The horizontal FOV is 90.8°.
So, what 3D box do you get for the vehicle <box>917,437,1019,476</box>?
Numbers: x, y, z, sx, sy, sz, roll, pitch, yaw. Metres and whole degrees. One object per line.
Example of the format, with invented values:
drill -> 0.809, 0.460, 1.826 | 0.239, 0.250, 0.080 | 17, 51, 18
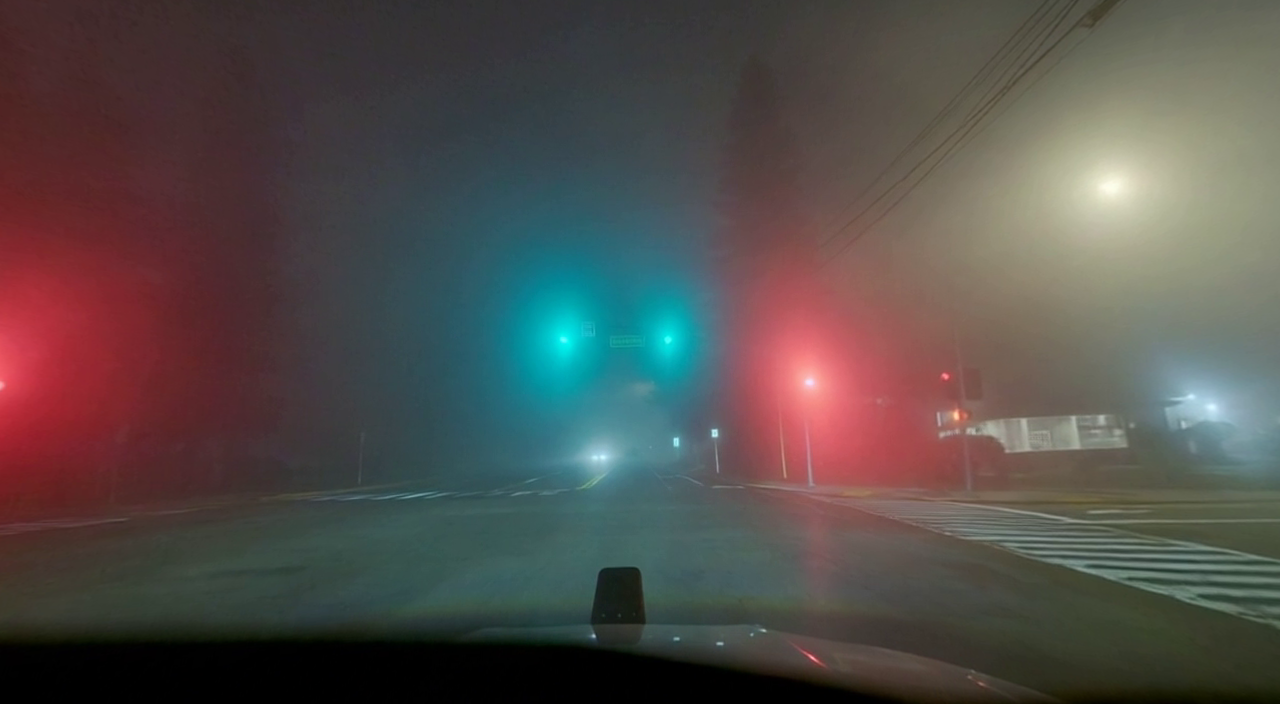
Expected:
vehicle -> 15.057, 4.834, 29.354 | 1.959, 1.471, 4.570 | -4, -9, -5
